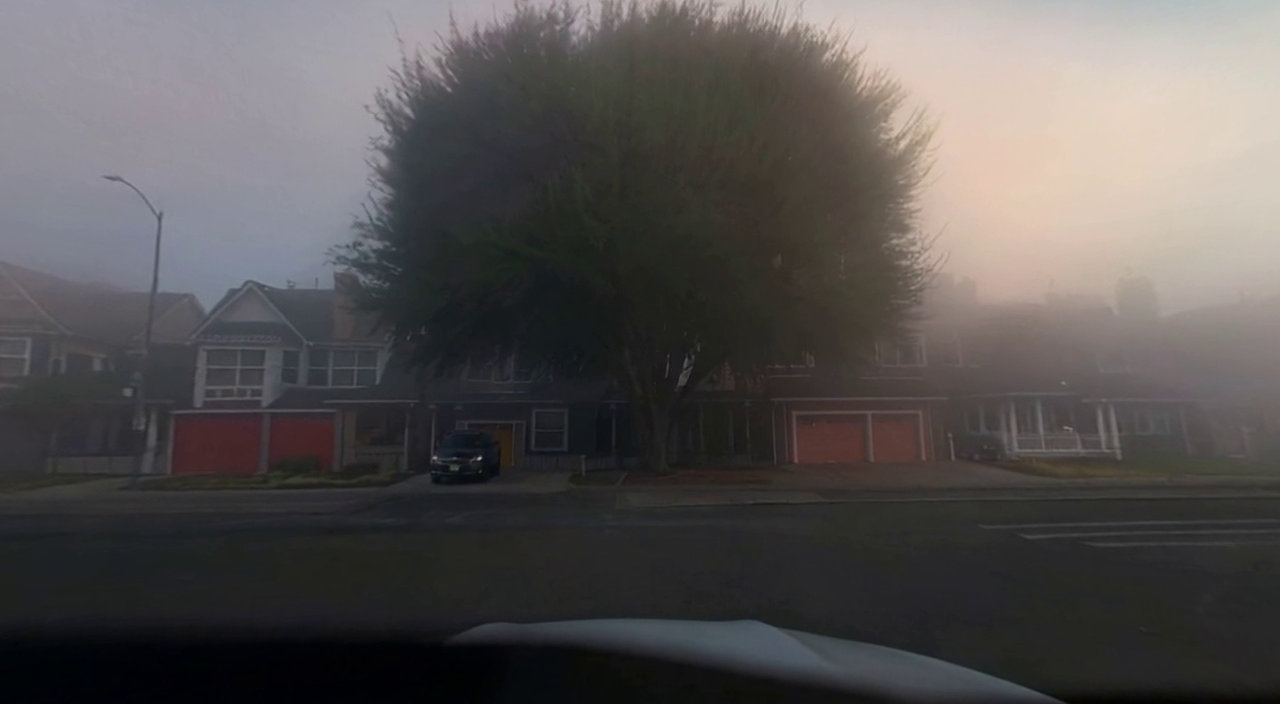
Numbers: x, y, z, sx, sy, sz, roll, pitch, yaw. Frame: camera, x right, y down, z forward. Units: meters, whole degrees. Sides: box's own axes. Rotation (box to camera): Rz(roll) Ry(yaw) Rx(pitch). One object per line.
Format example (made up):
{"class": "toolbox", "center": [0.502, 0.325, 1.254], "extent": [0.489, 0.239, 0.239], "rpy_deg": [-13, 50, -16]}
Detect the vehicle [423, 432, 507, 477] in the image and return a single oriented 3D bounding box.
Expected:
{"class": "vehicle", "center": [-6.340, 3.788, 23.340], "extent": [1.968, 1.491, 4.486], "rpy_deg": [0, -9, -2]}
